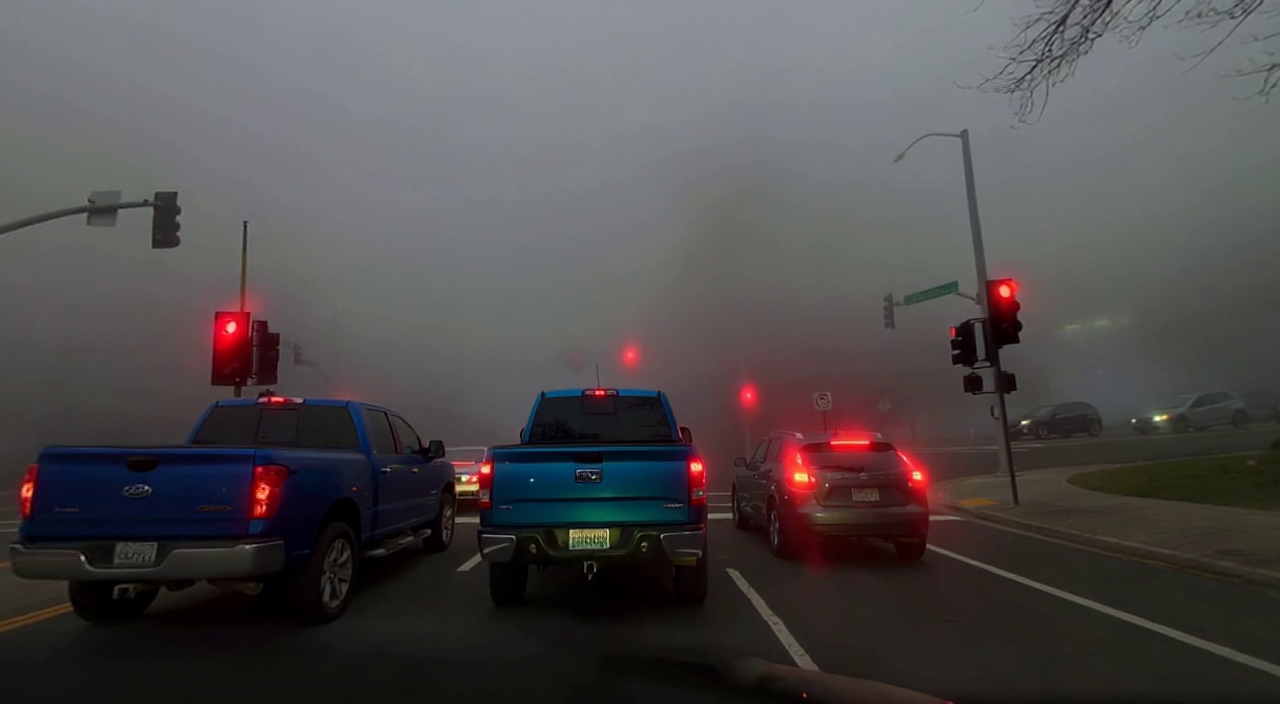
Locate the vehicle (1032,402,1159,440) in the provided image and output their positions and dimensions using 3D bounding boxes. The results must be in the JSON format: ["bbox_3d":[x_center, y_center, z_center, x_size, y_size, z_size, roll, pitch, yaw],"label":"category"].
[{"bbox_3d":[23.316,3.585,32.497,4.721,1.866,2.188,0,-9,2],"label":"vehicle"}]

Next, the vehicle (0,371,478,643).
[{"bbox_3d":[-3.462,1.425,6.927,2.146,1.828,5.148,0,-9,-2],"label":"vehicle"}]

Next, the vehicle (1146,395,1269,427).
[{"bbox_3d":[29.278,3.058,32.680,4.540,1.543,1.803,0,-9,1],"label":"vehicle"}]

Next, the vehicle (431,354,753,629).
[{"bbox_3d":[-0.361,1.313,6.802,2.282,1.964,4.421,0,-9,-1],"label":"vehicle"}]

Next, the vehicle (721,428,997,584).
[{"bbox_3d":[2.400,1.815,8.329,2.016,1.481,4.336,0,-9,-1],"label":"vehicle"}]
